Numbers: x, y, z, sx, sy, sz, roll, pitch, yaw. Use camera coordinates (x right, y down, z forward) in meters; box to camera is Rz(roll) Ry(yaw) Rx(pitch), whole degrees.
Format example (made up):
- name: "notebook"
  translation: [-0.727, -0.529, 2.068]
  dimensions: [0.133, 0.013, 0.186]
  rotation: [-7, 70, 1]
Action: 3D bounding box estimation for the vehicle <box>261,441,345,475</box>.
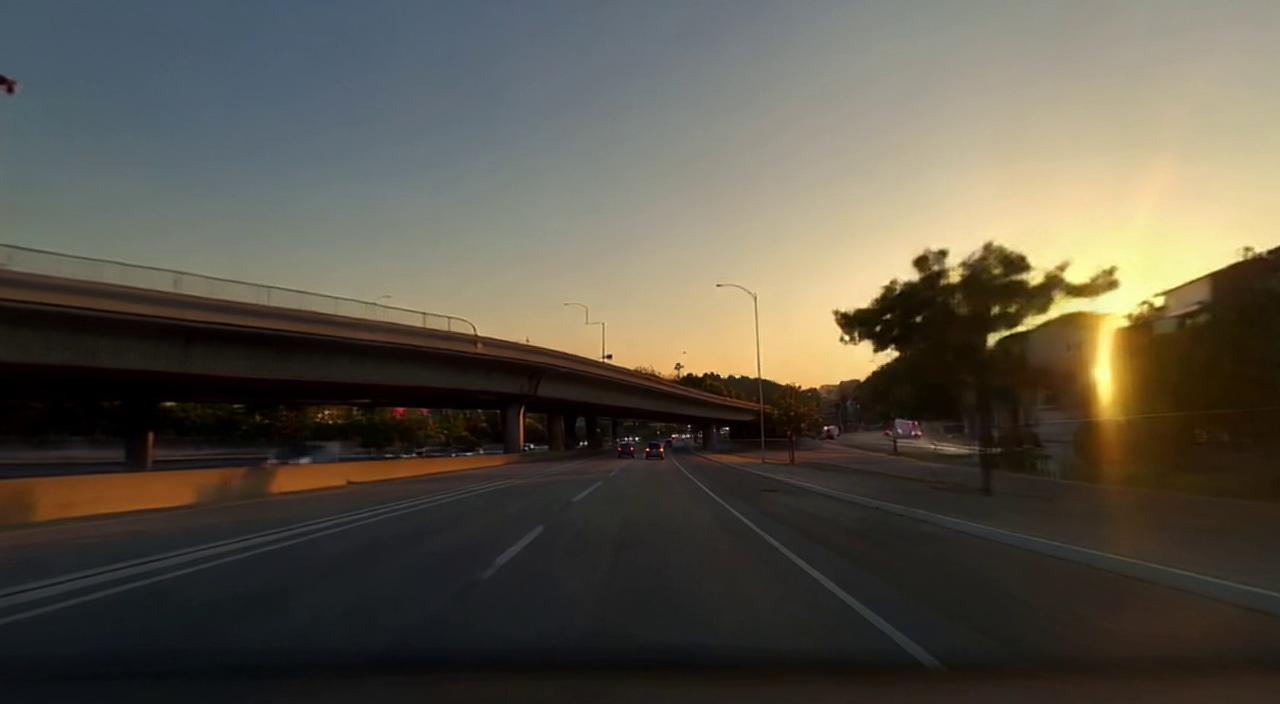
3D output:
- name: "vehicle"
  translation: [-19.960, 6.264, 37.623]
  dimensions: [2.146, 1.825, 5.020]
  rotation: [-1, -8, 1]
